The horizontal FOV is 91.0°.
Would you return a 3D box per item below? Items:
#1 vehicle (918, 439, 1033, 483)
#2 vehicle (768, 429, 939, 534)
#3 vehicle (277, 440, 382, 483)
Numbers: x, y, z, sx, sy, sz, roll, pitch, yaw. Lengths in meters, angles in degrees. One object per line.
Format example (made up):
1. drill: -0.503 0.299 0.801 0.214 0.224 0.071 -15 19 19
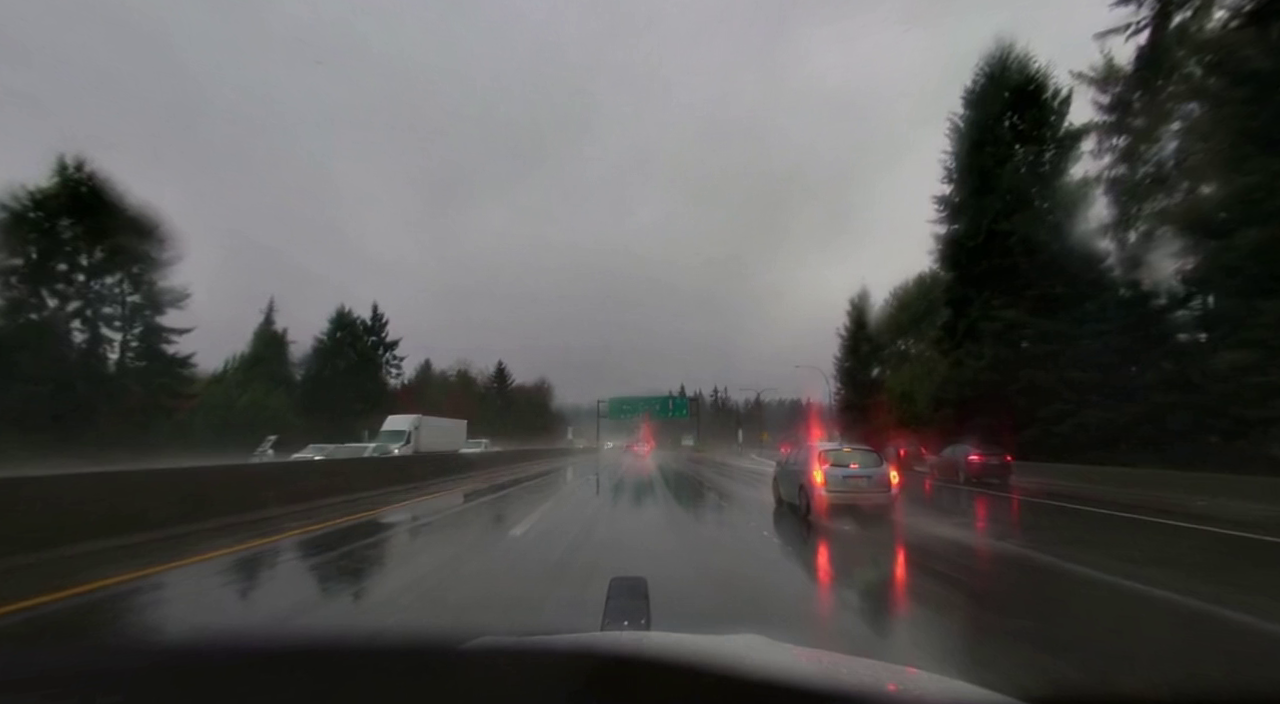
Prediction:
1. vehicle: 12.068 3.930 23.042 2.002 1.445 4.637 -1 -8 5
2. vehicle: 3.670 2.271 11.664 1.909 1.599 3.943 0 -8 2
3. vehicle: -12.153 4.292 25.003 1.901 1.535 4.350 0 -8 1
